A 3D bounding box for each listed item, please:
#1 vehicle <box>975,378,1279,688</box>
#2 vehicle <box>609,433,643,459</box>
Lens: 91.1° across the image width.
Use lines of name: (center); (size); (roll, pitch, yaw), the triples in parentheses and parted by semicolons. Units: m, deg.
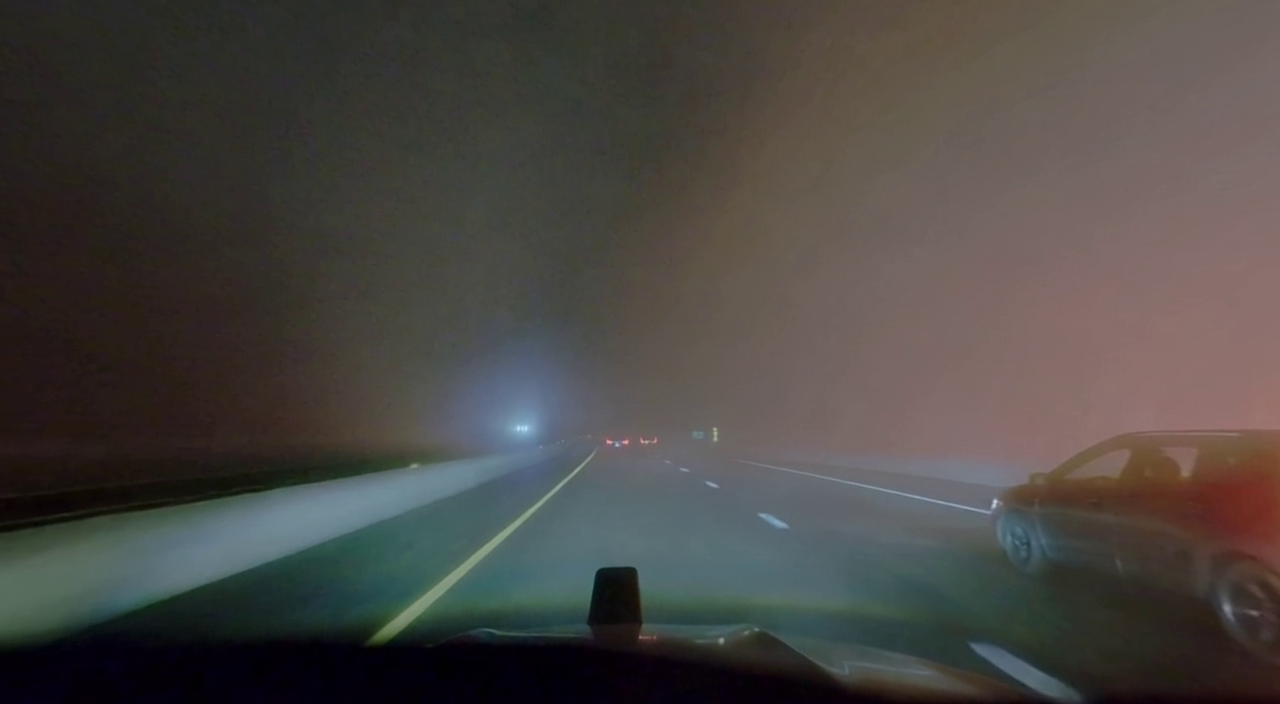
vehicle: (4.060, 1.006, 3.911); (1.852, 1.513, 3.652); (0, -8, -1)
vehicle: (-0.906, 5.791, 39.002); (1.998, 1.512, 3.735); (1, -8, -2)
